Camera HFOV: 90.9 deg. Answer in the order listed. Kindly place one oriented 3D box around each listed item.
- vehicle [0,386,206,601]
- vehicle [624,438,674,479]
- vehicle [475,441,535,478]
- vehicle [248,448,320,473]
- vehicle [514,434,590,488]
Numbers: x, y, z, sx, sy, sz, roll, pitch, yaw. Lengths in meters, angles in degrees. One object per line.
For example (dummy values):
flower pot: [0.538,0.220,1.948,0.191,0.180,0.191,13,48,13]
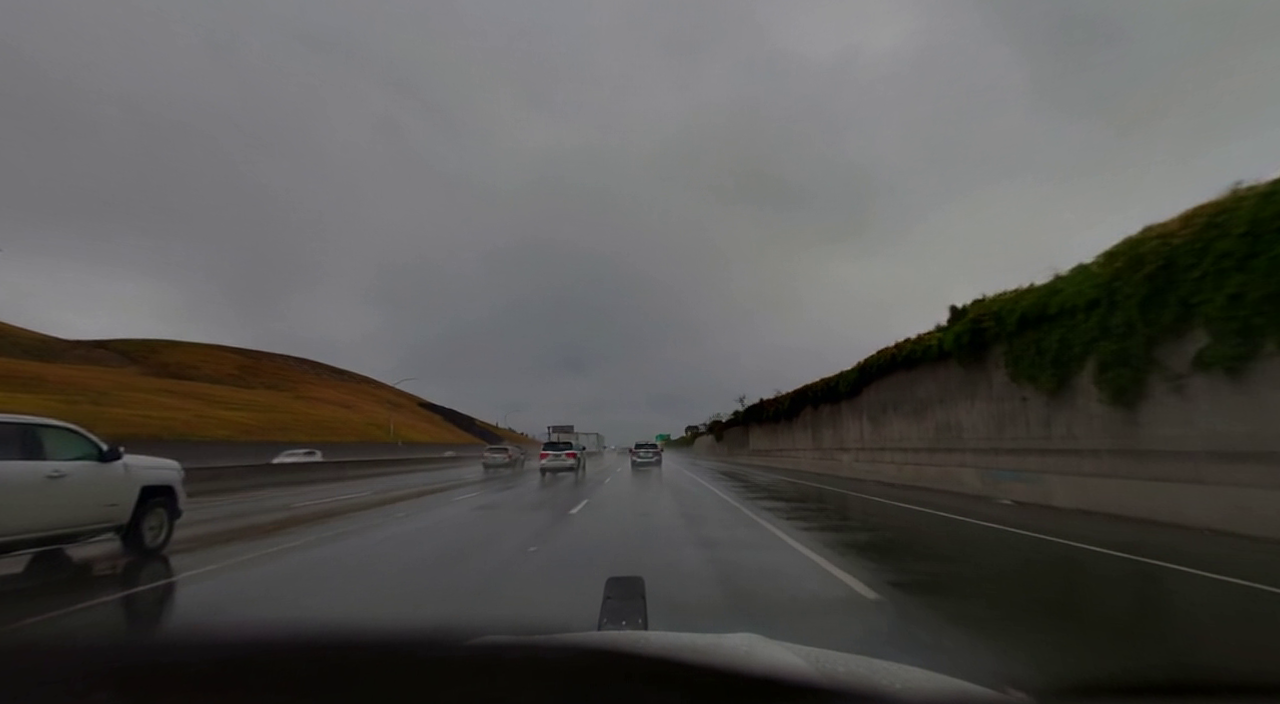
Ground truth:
vehicle: [-6.639,1.212,5.339,2.108,1.856,5.214,0,-9,1]
vehicle: [0.400,5.138,30.685,2.233,1.804,4.273,0,-9,0]
vehicle: [-6.676,5.368,31.736,2.059,1.745,4.239,0,-9,0]
vehicle: [-23.435,7.130,41.782,1.953,1.532,4.791,0,-9,1]
vehicle: [-3.173,4.057,23.790,2.093,1.820,4.506,0,-9,1]
